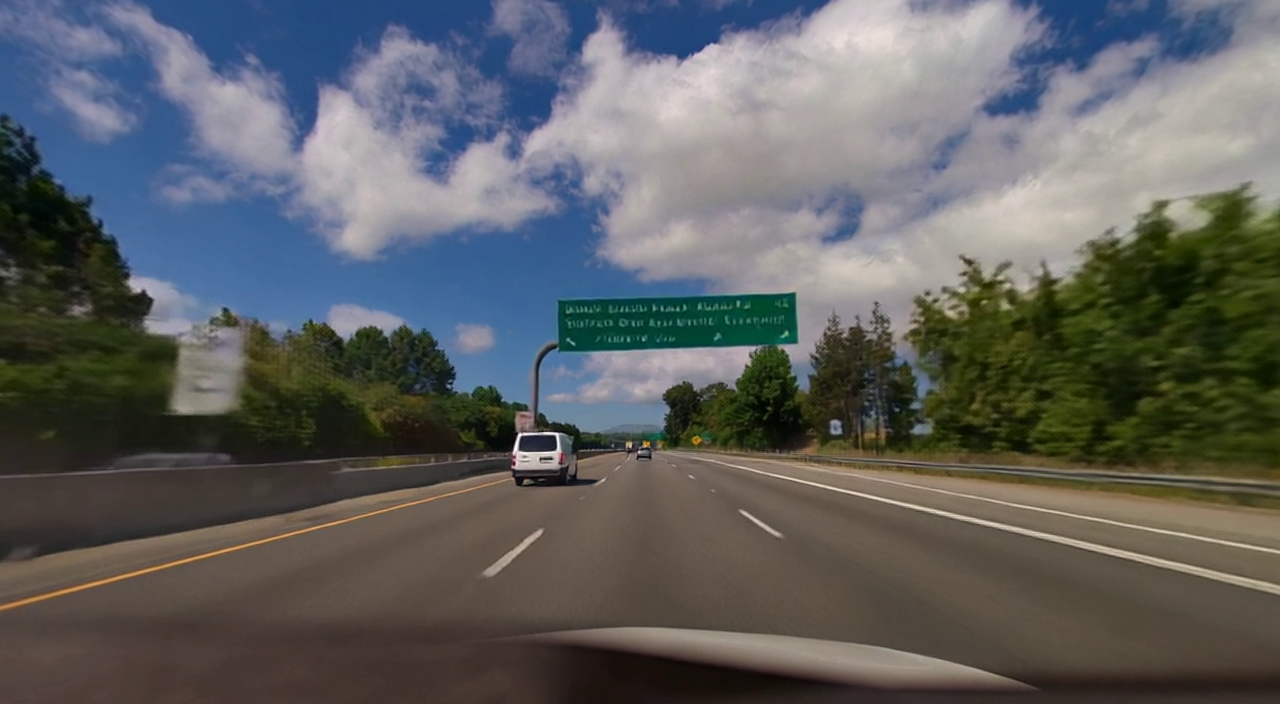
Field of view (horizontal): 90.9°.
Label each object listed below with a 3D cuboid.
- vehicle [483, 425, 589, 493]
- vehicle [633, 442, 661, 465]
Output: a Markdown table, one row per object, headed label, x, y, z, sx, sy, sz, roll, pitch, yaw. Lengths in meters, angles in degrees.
| label | x | y | z | sx | sy | sz | roll | pitch | yaw |
| --- | --- | --- | --- | --- | --- | --- | --- | --- | --- |
| vehicle | -3.242 | 3.548 | 21.193 | 2.572 | 1.927 | 5.803 | 0 | -9 | 0 |
| vehicle | 0.514 | 7.794 | 48.544 | 2.067 | 1.690 | 3.901 | 0 | -9 | 0 |
